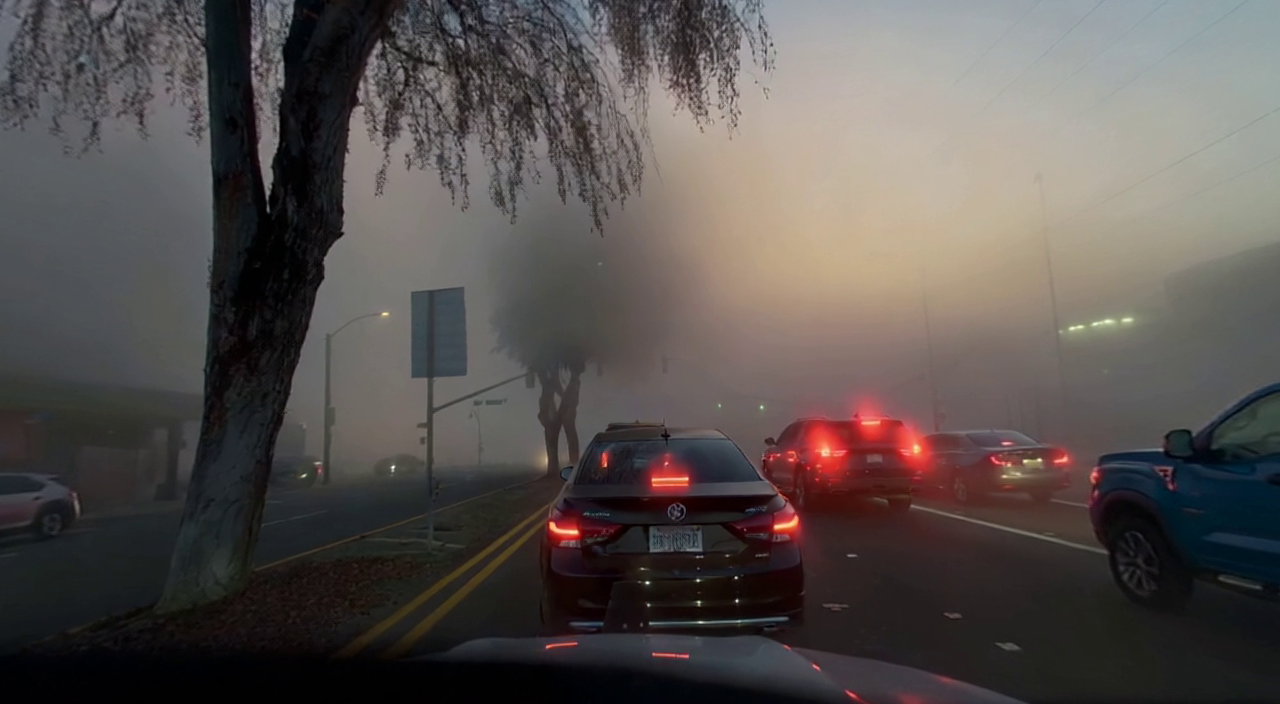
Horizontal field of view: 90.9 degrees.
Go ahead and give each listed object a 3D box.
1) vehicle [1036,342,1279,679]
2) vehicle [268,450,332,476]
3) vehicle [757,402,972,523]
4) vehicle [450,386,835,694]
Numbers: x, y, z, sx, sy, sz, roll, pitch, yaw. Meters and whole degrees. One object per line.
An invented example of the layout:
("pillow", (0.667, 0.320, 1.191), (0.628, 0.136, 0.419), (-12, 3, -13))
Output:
("vehicle", (4.461, 0.809, 3.125), (2.019, 1.803, 4.634), (-1, -8, 1))
("vehicle", (-24.063, 7.843, 44.822), (1.798, 1.706, 4.385), (-1, -8, 6))
("vehicle", (4.171, 2.209, 13.120), (2.319, 1.930, 5.651), (0, -8, -1))
("vehicle", (-0.017, 1.324, 5.539), (2.116, 1.677, 3.948), (0, -8, -1))
